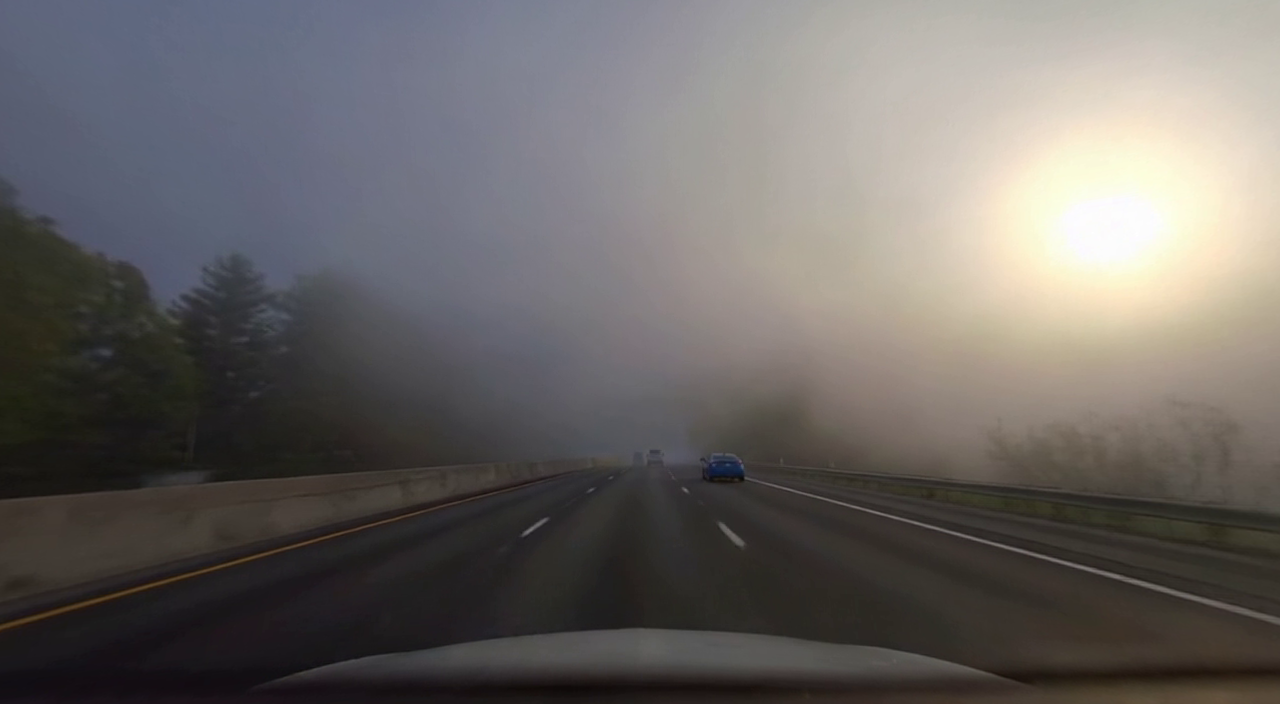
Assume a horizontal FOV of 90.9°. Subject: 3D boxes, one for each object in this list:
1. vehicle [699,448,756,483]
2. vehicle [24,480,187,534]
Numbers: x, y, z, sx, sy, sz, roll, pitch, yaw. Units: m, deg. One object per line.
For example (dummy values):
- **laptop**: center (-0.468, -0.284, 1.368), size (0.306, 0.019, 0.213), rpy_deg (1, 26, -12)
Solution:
- **vehicle**: center (4.122, 5.450, 30.432), size (2.175, 1.574, 3.943), rpy_deg (0, -9, 0)
- **vehicle**: center (-17.997, 5.201, 21.547), size (1.765, 1.456, 4.334), rpy_deg (0, -9, 0)
